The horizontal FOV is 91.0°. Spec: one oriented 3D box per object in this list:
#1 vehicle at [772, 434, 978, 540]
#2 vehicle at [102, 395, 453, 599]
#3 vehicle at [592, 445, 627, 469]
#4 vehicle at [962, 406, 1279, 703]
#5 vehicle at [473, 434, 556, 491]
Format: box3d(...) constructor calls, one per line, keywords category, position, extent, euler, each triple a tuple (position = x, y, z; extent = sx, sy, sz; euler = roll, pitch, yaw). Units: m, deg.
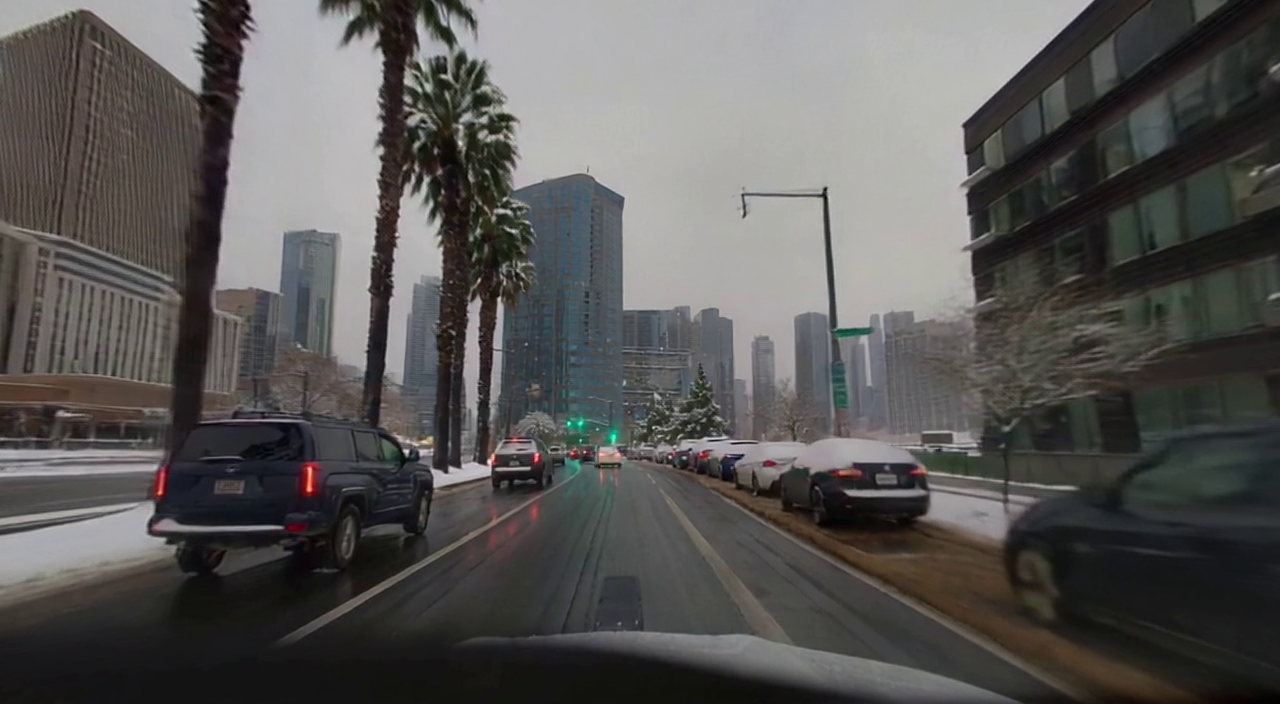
box3d(category="vehicle", position=(3.891, 2.304, 11.436), extent=(1.873, 1.511, 4.523), euler=(0, -8, -2))
box3d(category="vehicle", position=(-3.859, 1.605, 7.775), extent=(1.800, 1.797, 4.224), euler=(0, -9, -1))
box3d(category="vehicle", position=(-1.990, 6.726, 40.405), extent=(2.036, 1.461, 3.890), euler=(1, -9, -6))
box3d(category="vehicle", position=(3.879, 1.047, 3.176), extent=(1.925, 1.486, 4.744), euler=(0, -8, -1))
box3d(category="vehicle", position=(-4.150, 3.750, 21.637), extent=(2.014, 1.740, 4.392), euler=(0, -9, -1))
